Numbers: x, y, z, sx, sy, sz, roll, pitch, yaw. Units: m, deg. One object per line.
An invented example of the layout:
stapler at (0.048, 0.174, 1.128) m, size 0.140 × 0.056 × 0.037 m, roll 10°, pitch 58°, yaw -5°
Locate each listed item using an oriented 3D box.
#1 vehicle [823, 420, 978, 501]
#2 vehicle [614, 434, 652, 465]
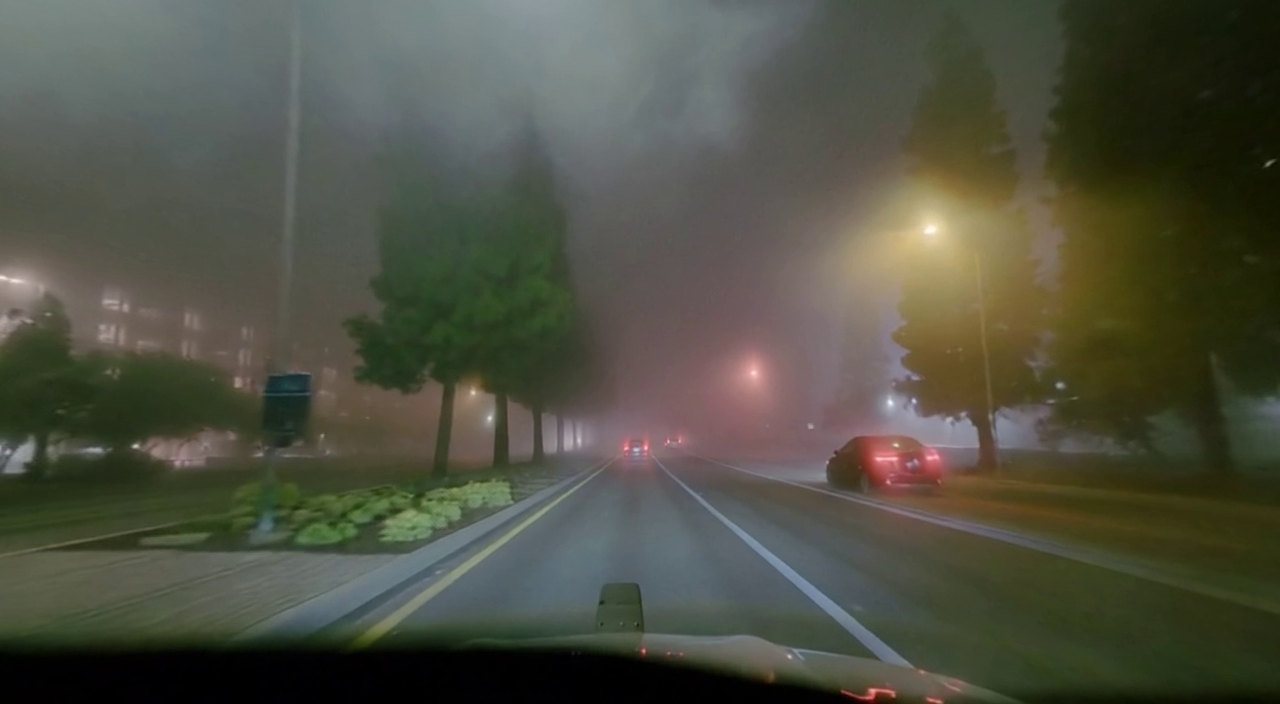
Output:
vehicle at (6.580, 2.801, 16.658) m, size 2.026 × 1.804 × 4.565 m, roll 0°, pitch -8°, yaw -1°
vehicle at (-0.374, 5.999, 38.928) m, size 2.193 × 1.794 × 4.457 m, roll 0°, pitch -8°, yaw 0°
